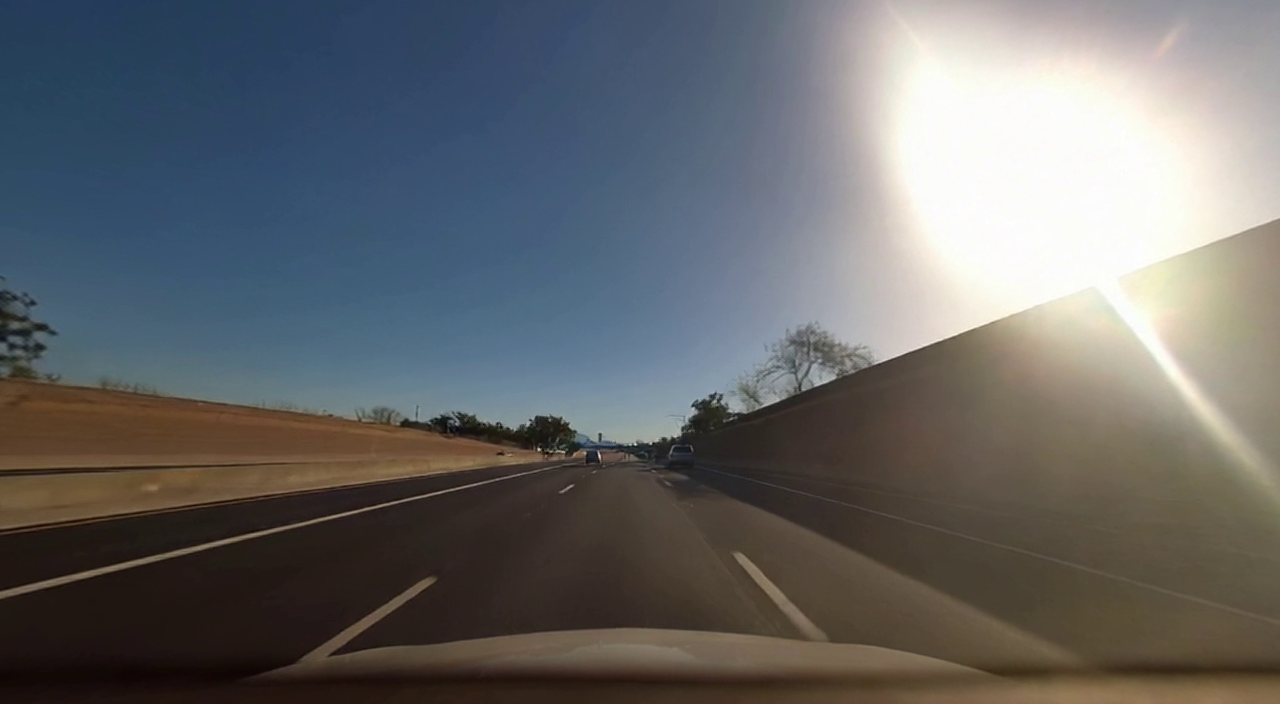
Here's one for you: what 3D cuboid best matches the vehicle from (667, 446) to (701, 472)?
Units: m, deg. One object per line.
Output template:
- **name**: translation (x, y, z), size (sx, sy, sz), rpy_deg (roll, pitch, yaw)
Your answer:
- **vehicle**: translation (2.842, 6.948, 40.920), size (1.895, 1.555, 4.030), rpy_deg (0, -9, 0)
